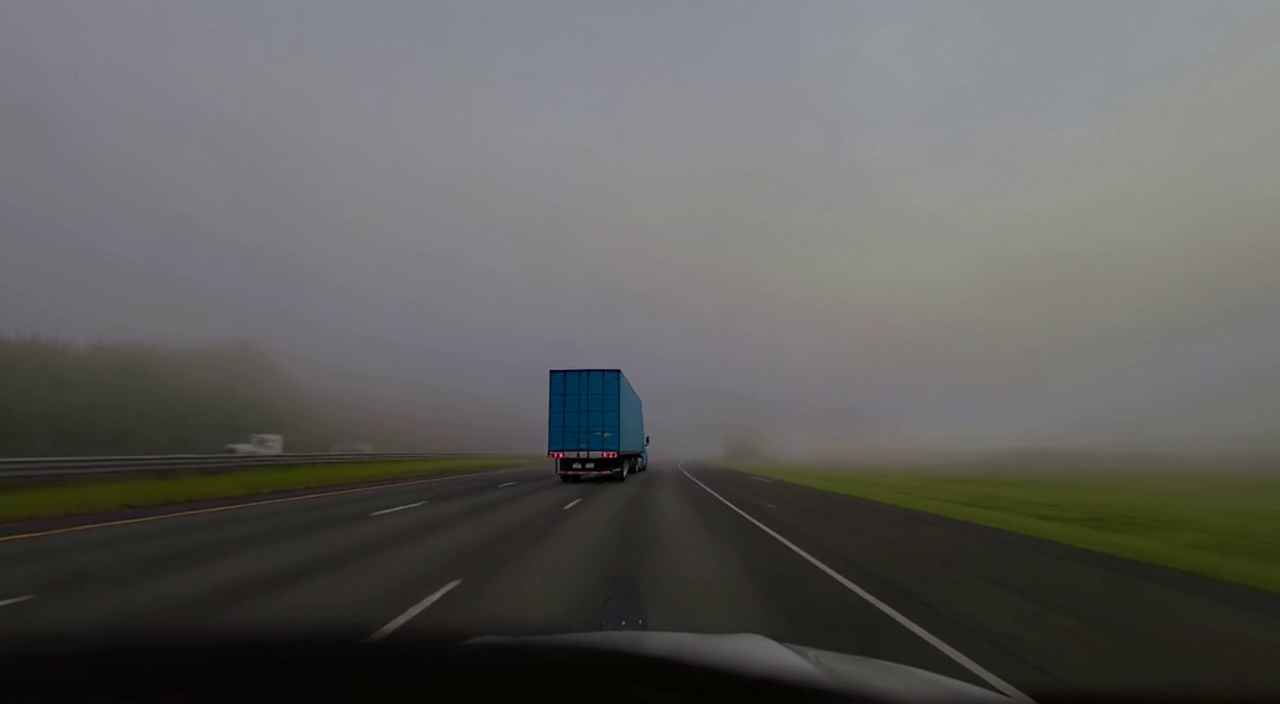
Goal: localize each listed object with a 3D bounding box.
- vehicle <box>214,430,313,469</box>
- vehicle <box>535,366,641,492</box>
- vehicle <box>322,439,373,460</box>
[{"bbox_3d":[-22.314,5.816,37.667,2.631,2.155,5.143,0,-9,1],"label":"vehicle"},{"bbox_3d":[-1.663,3.596,27.773,2.851,4.098,14.436,0,-9,2],"label":"vehicle"},{"bbox_3d":[-21.908,7.314,47.303,1.779,1.467,4.047,0,-9,1],"label":"vehicle"}]
